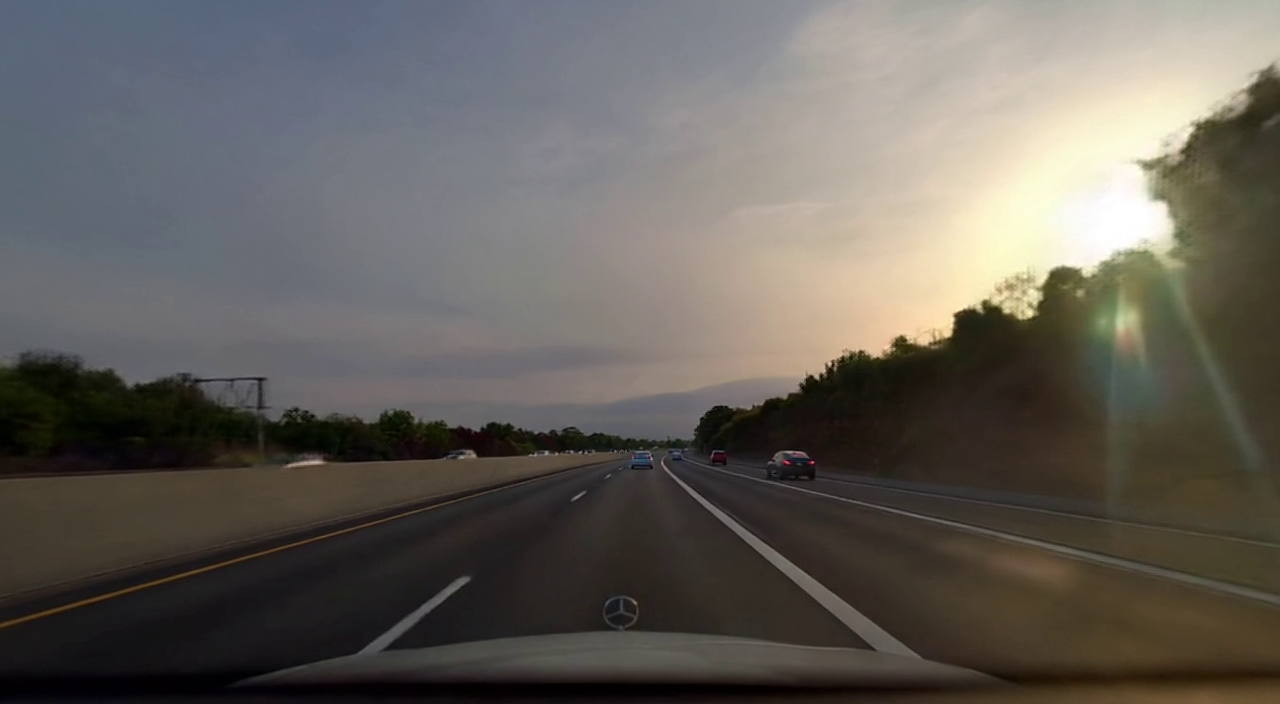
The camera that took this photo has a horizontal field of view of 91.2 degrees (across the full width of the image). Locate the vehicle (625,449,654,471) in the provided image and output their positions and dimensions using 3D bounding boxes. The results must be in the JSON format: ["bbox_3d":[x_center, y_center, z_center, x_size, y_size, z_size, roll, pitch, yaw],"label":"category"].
[{"bbox_3d":[-0.041,7.745,45.113,2.025,1.526,4.181,-1,-9,0],"label":"vehicle"}]

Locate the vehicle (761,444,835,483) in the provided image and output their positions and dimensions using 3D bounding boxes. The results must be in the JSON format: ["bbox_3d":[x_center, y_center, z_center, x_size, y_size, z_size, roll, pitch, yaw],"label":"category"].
[{"bbox_3d":[6.897,4.921,27.856,2.008,1.533,4.592,0,-9,-1],"label":"vehicle"}]

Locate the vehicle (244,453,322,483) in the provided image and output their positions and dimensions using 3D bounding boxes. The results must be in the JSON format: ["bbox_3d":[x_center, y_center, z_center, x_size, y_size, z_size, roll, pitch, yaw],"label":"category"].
[{"bbox_3d":[-19.343,6.259,34.166,1.819,1.504,4.036,-1,-9,1],"label":"vehicle"}]
